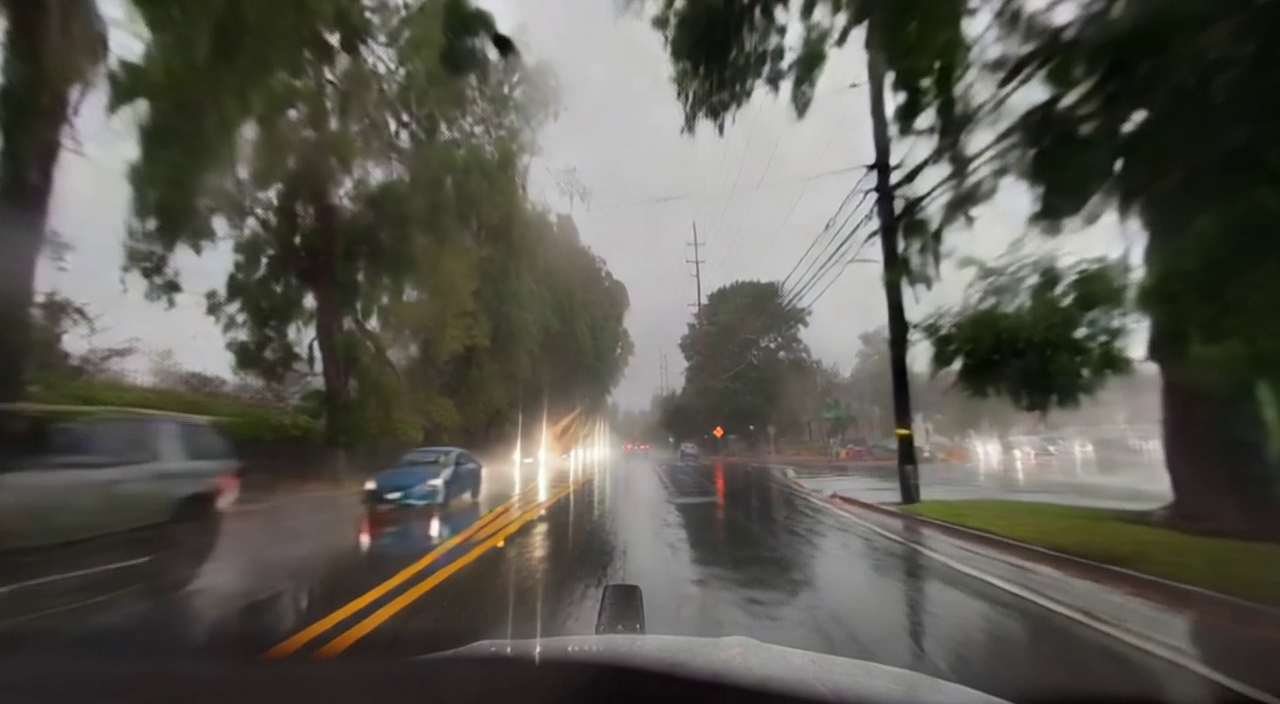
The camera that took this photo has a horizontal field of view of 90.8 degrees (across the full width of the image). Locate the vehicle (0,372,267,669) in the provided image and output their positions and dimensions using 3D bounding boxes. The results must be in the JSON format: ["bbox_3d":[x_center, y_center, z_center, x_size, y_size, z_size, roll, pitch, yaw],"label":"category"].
[{"bbox_3d":[-5.039,1.121,4.404,2.228,1.792,4.397,0,-9,-1],"label":"vehicle"}]

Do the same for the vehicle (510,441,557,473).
[{"bbox_3d":[-5.822,5.812,34.963,2.001,1.616,4.064,0,-9,-1],"label":"vehicle"}]

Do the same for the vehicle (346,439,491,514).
[{"bbox_3d":[-4.988,2.864,15.026,1.909,1.463,4.569,0,-9,-2],"label":"vehicle"}]
